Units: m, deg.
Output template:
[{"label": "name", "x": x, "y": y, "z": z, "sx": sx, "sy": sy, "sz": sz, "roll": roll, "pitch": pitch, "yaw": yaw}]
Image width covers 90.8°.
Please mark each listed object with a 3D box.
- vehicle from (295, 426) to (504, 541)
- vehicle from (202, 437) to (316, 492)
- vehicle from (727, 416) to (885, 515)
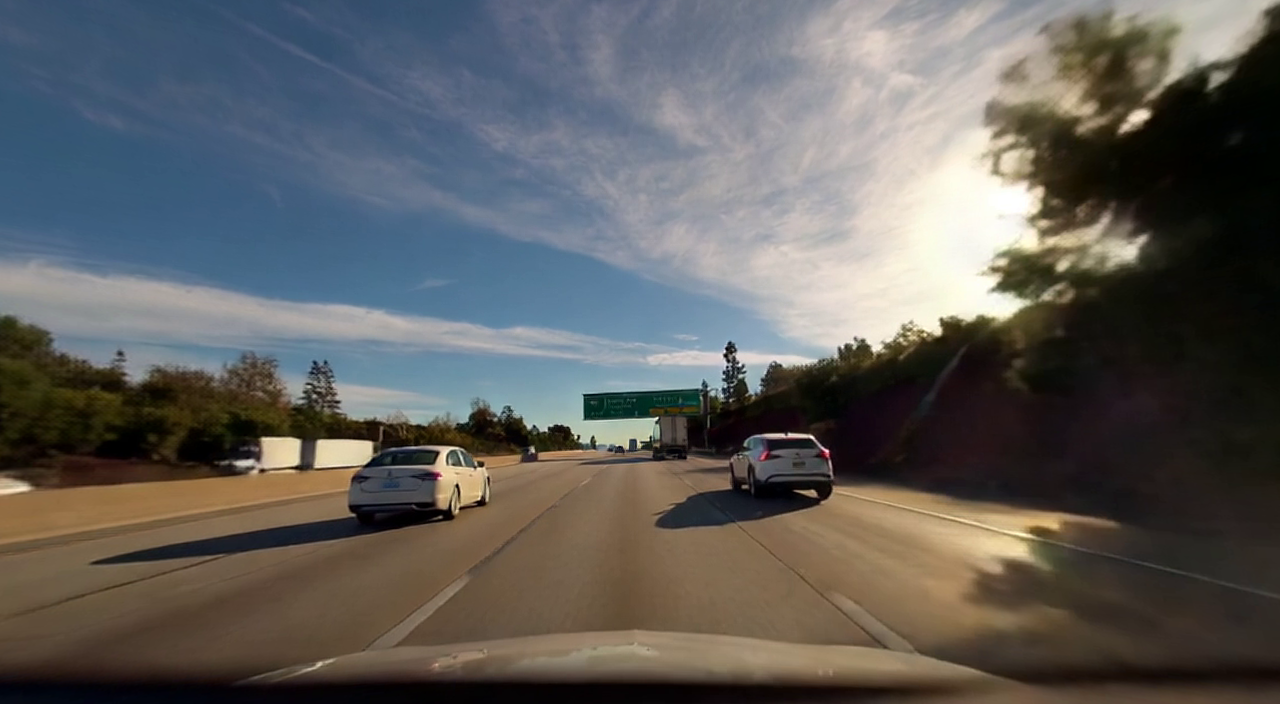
[{"label": "vehicle", "x": -3.947, "y": 2.223, "z": 11.418, "sx": 1.903, "sy": 1.607, "sz": 4.770, "roll": 0, "pitch": -8, "yaw": 0}, {"label": "vehicle", "x": -29.341, "y": 8.653, "z": 49.349, "sx": 3.144, "sy": 3.826, "sz": 9.102, "roll": 0, "pitch": -8, "yaw": 0}, {"label": "vehicle", "x": 3.287, "y": 2.365, "z": 13.636, "sx": 2.065, "sy": 1.760, "sz": 4.488, "roll": 0, "pitch": -8, "yaw": -2}]
